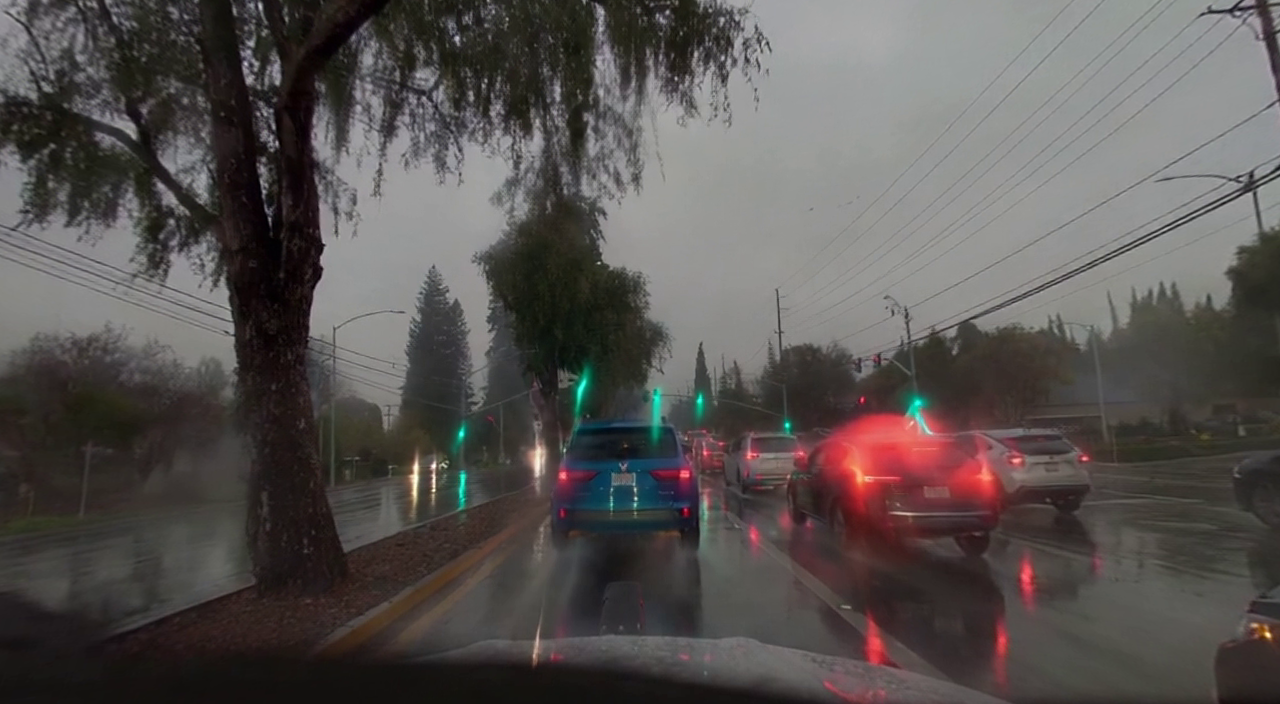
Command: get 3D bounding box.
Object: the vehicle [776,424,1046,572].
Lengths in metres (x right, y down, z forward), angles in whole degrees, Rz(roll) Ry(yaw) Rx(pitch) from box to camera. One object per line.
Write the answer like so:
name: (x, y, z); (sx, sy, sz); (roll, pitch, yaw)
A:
vehicle: (3.430, 1.919, 9.132); (1.880, 1.579, 4.401); (0, -9, -1)

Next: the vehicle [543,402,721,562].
vehicle: (-0.141, 1.957, 10.173); (2.231, 1.998, 4.254); (0, -9, -1)

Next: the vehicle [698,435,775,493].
vehicle: (3.161, 3.755, 21.556); (1.915, 1.765, 4.047); (0, -9, -1)

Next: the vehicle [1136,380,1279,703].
vehicle: (3.282, 0.629, 0.735); (1.889, 1.517, 4.308); (0, -9, 0)

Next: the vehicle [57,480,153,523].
vehicle: (-26.390, 7.393, 31.168); (4.526, 1.715, 1.989); (-10, -13, 28)
